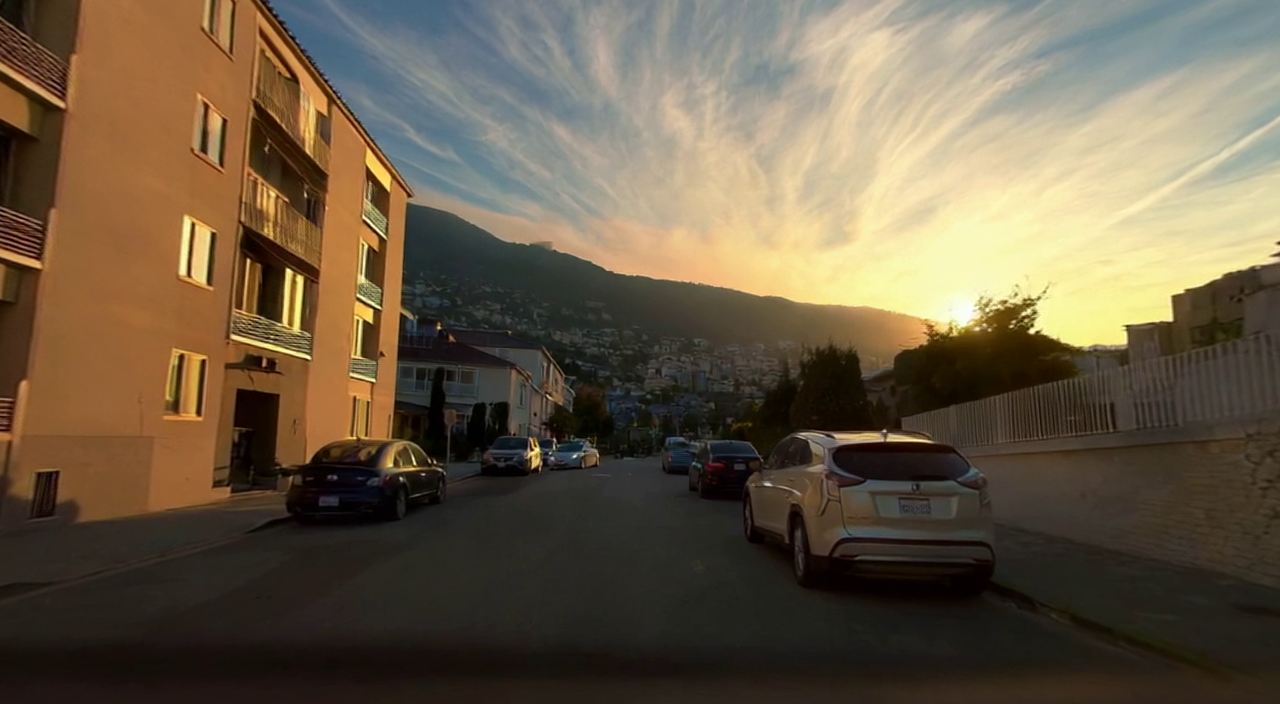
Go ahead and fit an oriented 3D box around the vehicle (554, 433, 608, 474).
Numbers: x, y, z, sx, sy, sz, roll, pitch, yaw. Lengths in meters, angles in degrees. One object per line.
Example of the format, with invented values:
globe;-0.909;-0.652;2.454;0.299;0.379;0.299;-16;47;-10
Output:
vehicle;-2.289;4.032;25.286;1.845;1.544;3.388;0;-8;0

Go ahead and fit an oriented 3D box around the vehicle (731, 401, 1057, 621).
vehicle;2.256;1.495;6.896;1.839;1.678;3.918;0;-8;-1

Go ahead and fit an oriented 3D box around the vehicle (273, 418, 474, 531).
vehicle;-4.549;2.183;11.620;1.883;1.499;4.426;6;-10;-3

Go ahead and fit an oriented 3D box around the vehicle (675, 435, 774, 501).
vehicle;2.003;2.871;16.152;1.786;1.447;4.314;0;-8;-2

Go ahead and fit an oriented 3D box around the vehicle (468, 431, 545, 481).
vehicle;-4.826;3.813;23.294;1.942;1.521;3.761;5;-9;0
